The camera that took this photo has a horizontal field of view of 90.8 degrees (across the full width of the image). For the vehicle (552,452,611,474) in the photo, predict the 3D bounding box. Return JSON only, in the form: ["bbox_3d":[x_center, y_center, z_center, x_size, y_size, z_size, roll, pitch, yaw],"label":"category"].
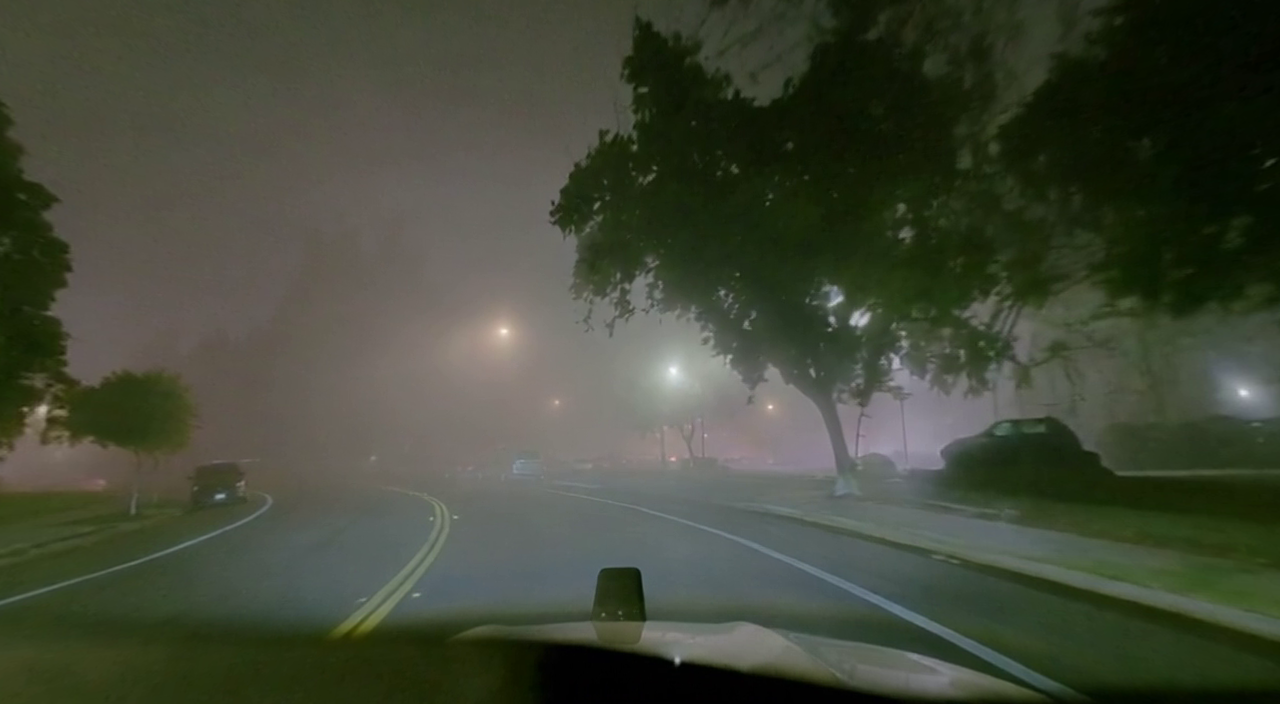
[{"bbox_3d":[-4.096,7.870,44.918,2.218,1.373,4.156,-5,-10,29],"label":"vehicle"}]

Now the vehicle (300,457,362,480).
[{"bbox_3d":[-22.259,8.362,45.426,4.713,1.508,1.884,-6,-10,35],"label":"vehicle"}]

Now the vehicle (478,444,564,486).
[{"bbox_3d":[-5.685,5.230,29.669,2.289,1.785,4.944,5,-10,-32],"label":"vehicle"}]

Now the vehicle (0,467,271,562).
[{"bbox_3d":[-10.503,3.195,13.211,2.876,1.170,6.732,-2,-8,-13],"label":"vehicle"}]

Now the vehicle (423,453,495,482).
[{"bbox_3d":[-10.258,6.463,35.672,2.066,1.509,4.579,7,-11,-41],"label":"vehicle"}]

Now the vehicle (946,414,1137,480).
[{"bbox_3d":[11.112,2.693,17.889,4.248,1.657,1.940,-4,-10,27],"label":"vehicle"}]
